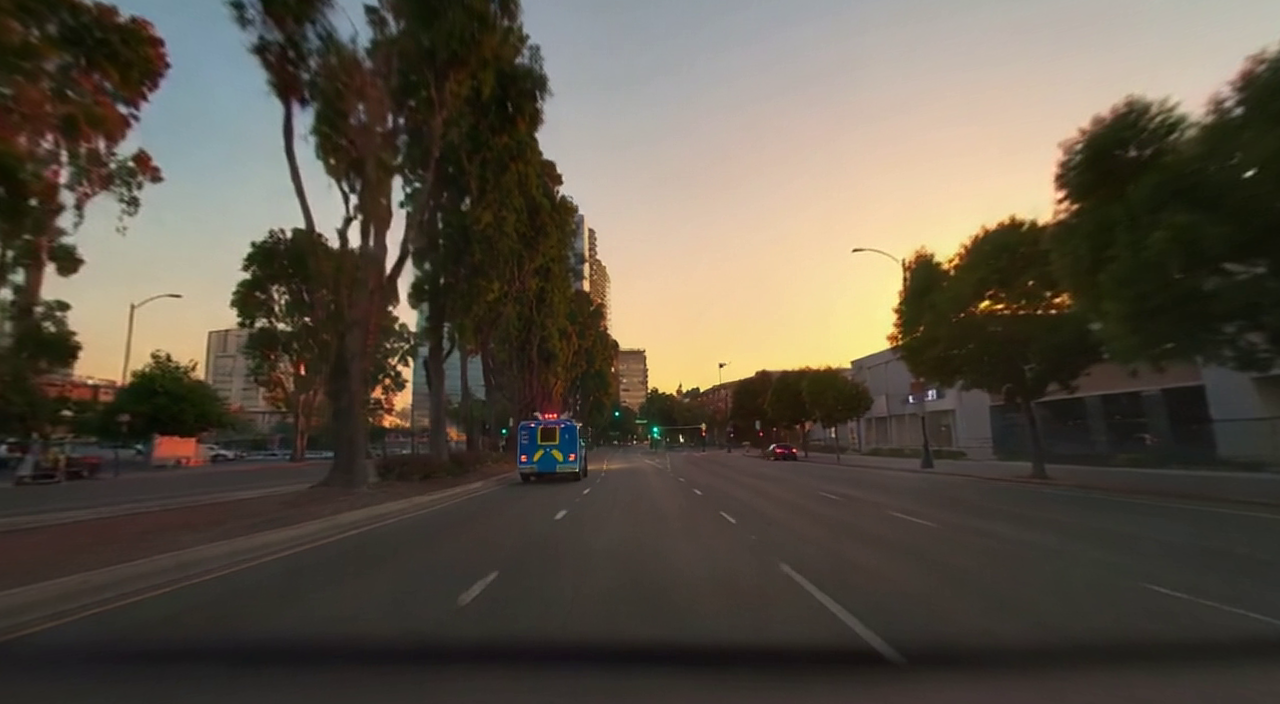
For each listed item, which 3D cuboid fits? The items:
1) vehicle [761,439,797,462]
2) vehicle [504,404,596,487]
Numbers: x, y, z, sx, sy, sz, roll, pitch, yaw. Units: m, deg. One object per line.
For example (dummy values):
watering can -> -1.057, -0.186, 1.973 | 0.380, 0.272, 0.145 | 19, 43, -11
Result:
vehicle -> 10.853, 7.719, 49.561 | 1.980, 1.719, 4.422 | -1, -9, 2
vehicle -> -3.236, 3.583, 24.291 | 2.633, 2.787, 5.796 | 0, -9, 0
